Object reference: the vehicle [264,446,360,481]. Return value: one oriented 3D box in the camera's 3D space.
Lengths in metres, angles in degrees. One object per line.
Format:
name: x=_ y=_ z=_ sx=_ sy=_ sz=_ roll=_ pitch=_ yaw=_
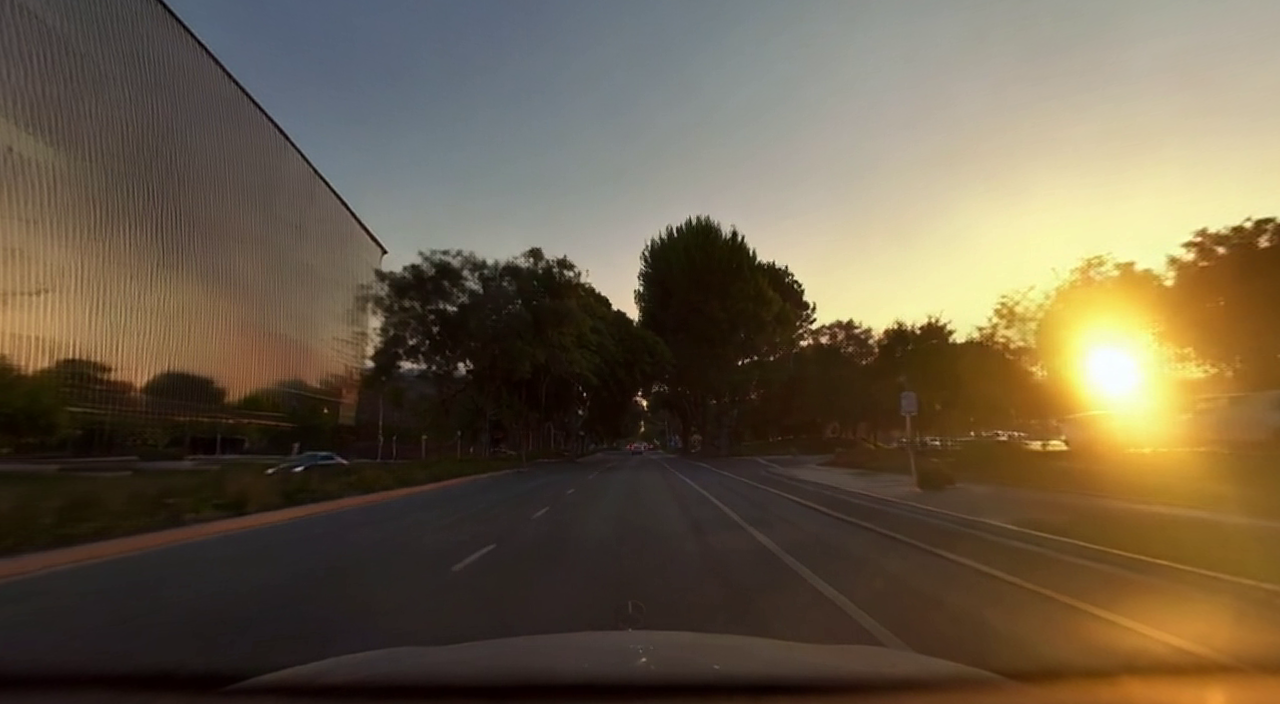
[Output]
vehicle: x=-15.522 y=5.256 z=30.167 sx=1.982 sy=1.504 sz=4.683 roll=0 pitch=-8 yaw=1
